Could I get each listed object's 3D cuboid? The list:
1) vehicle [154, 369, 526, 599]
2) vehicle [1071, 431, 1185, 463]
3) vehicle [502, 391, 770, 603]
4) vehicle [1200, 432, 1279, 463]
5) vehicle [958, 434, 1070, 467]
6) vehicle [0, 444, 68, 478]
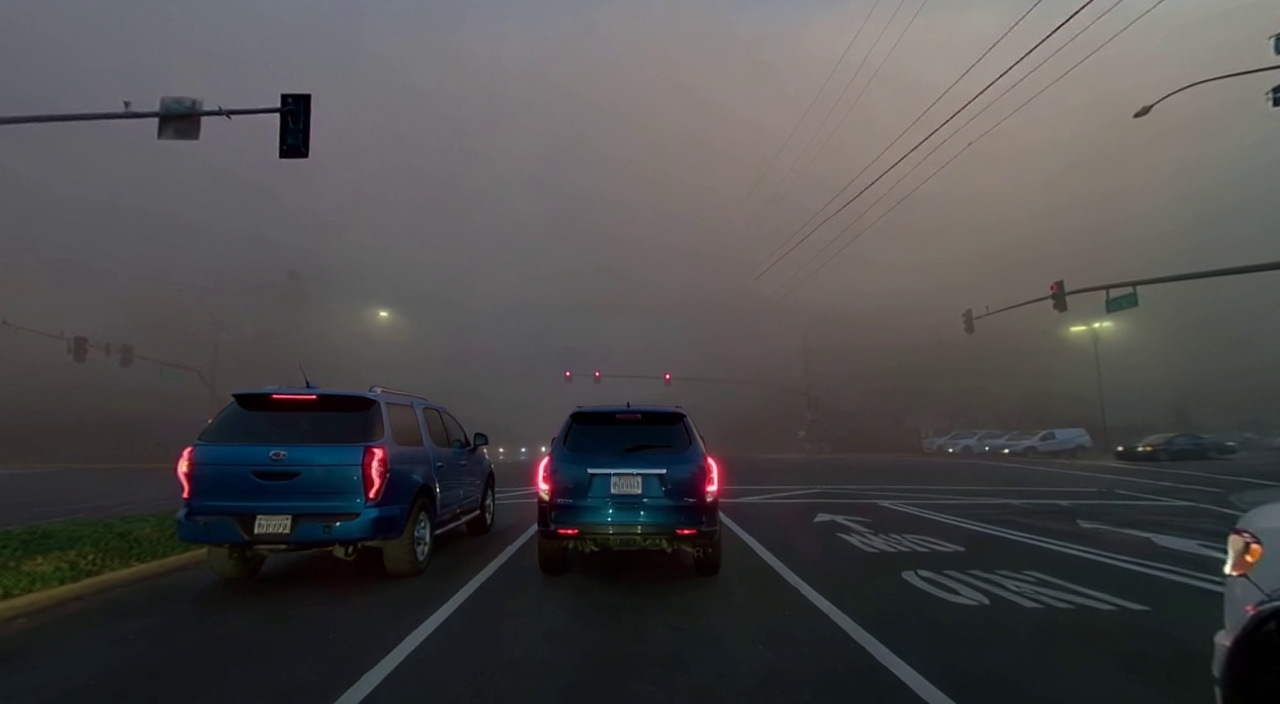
[{"bbox_3d":[-2.967,1.457,7.788,2.220,1.926,4.870,0,-8,-1],"label":"vehicle"},{"bbox_3d":[27.943,5.455,36.032,4.849,1.759,2.041,0,-8,-2],"label":"vehicle"},{"bbox_3d":[-0.058,1.533,7.590,2.204,1.738,4.690,0,-8,-1],"label":"vehicle"},{"bbox_3d":[35.909,5.551,36.488,4.714,1.754,2.041,0,-8,-2],"label":"vehicle"},{"bbox_3d":[19.315,5.105,32.580,4.624,1.601,1.871,0,-8,-3],"label":"vehicle"},{"bbox_3d":[-32.166,5.477,31.689,4.406,1.682,2.040,0,-8,-2],"label":"vehicle"}]
